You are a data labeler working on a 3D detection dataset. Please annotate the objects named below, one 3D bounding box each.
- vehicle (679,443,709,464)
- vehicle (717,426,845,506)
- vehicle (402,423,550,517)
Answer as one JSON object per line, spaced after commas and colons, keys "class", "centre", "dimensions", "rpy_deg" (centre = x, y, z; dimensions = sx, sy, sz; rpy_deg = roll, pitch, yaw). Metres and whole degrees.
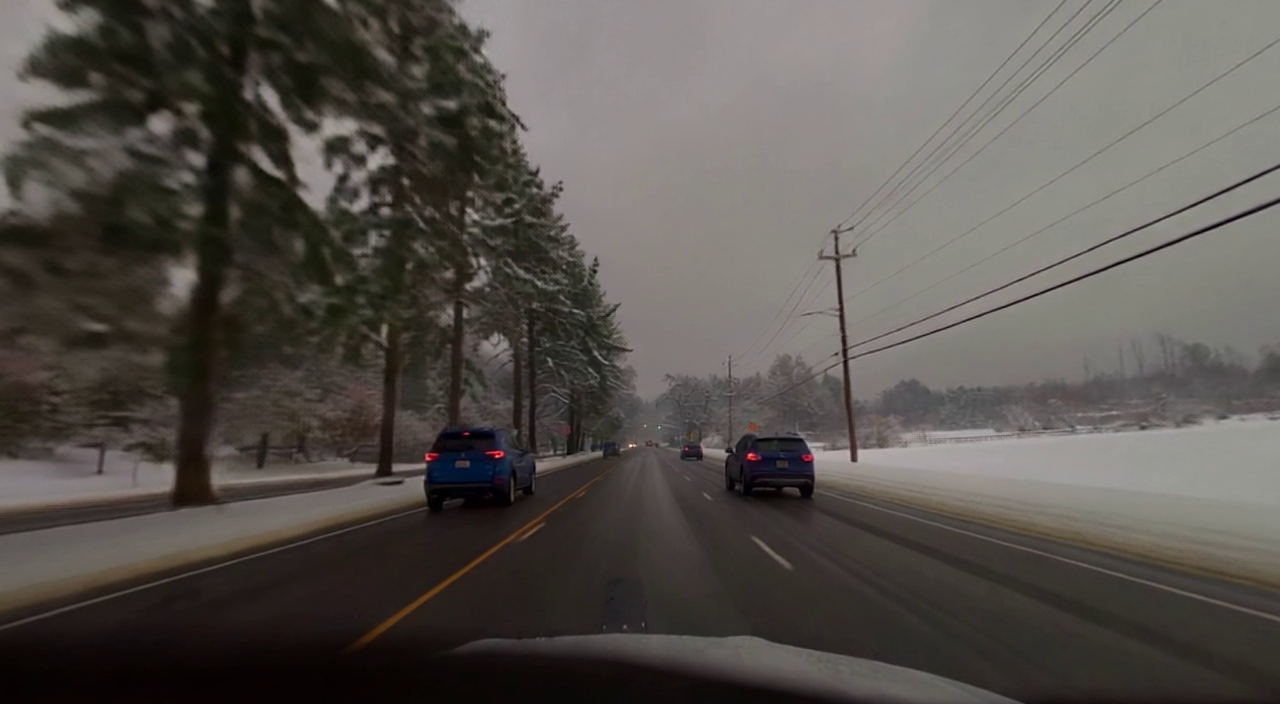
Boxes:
{"class": "vehicle", "centre": [4.015, 7.654, 47.517], "dimensions": [1.906, 1.468, 4.422], "rpy_deg": [0, -9, 0]}
{"class": "vehicle", "centre": [3.396, 2.859, 16.227], "dimensions": [2.182, 1.744, 4.464], "rpy_deg": [0, -9, -1]}
{"class": "vehicle", "centre": [-3.490, 2.607, 14.445], "dimensions": [2.104, 1.785, 4.494], "rpy_deg": [0, -9, 1]}
